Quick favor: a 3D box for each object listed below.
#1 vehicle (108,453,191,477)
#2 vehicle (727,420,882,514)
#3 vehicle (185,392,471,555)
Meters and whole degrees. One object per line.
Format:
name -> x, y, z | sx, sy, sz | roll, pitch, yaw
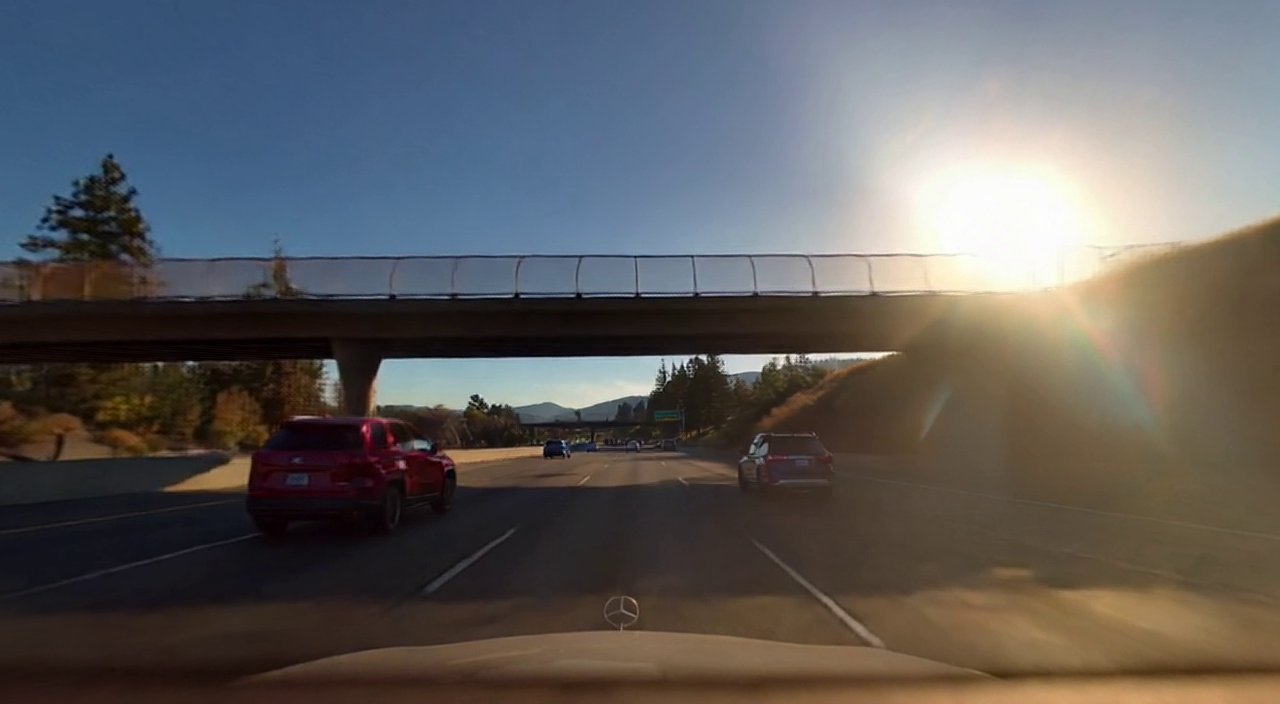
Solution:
vehicle -> -33.252, 7.667, 42.990 | 1.831, 1.478, 4.762 | 0, -8, 0
vehicle -> 3.417, 2.499, 14.199 | 2.185, 1.749, 4.477 | 0, -8, -1
vehicle -> -4.252, 1.759, 9.750 | 2.018, 1.872, 4.728 | 0, -8, -1
